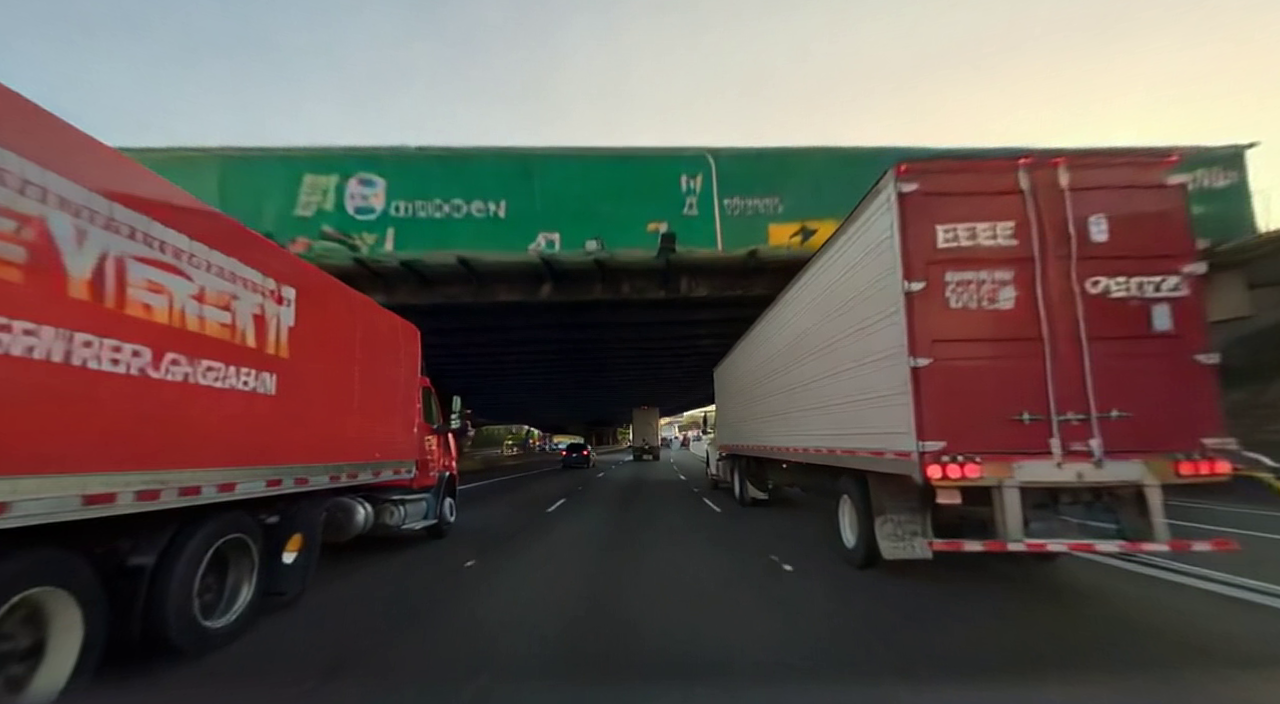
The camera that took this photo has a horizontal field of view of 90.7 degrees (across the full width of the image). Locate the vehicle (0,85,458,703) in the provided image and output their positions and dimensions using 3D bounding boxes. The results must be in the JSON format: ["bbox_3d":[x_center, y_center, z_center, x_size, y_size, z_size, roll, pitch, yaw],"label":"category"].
[{"bbox_3d":[-3.881,0.791,5.734,2.557,2.855,6.674,0,-9,-1],"label":"vehicle"}]

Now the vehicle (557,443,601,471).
[{"bbox_3d":[-3.417,5.940,36.124,2.024,1.472,4.014,-1,-9,2],"label":"vehicle"}]

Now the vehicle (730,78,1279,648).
[{"bbox_3d":[4.018,0.930,10.992,2.951,3.974,13.340,-1,-9,0],"label":"vehicle"}]
